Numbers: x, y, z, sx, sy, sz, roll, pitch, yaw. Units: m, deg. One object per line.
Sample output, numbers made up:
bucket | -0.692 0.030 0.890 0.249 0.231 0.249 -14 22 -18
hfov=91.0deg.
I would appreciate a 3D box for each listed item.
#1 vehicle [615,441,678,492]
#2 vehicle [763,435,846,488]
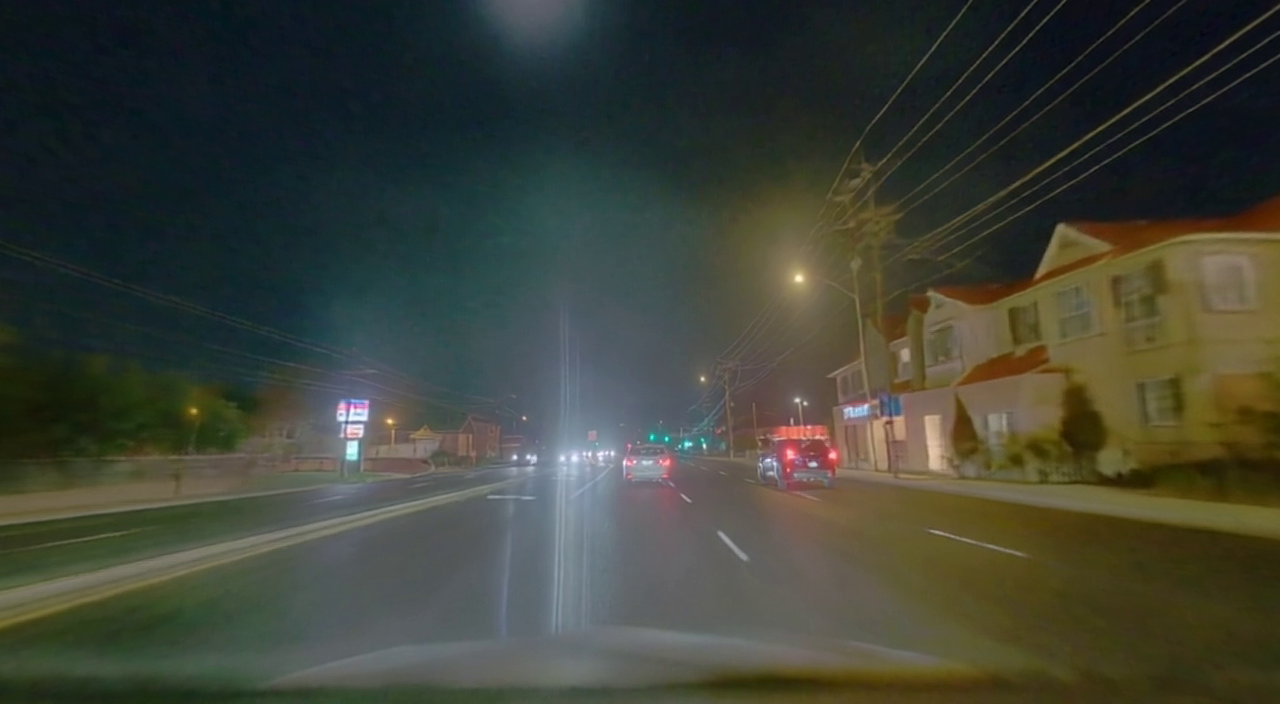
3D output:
vehicle | 0.188 4.178 23.375 2.138 1.702 4.168 0 -9 -1
vehicle | 6.278 4.229 24.595 2.061 1.889 4.268 0 -9 -1
